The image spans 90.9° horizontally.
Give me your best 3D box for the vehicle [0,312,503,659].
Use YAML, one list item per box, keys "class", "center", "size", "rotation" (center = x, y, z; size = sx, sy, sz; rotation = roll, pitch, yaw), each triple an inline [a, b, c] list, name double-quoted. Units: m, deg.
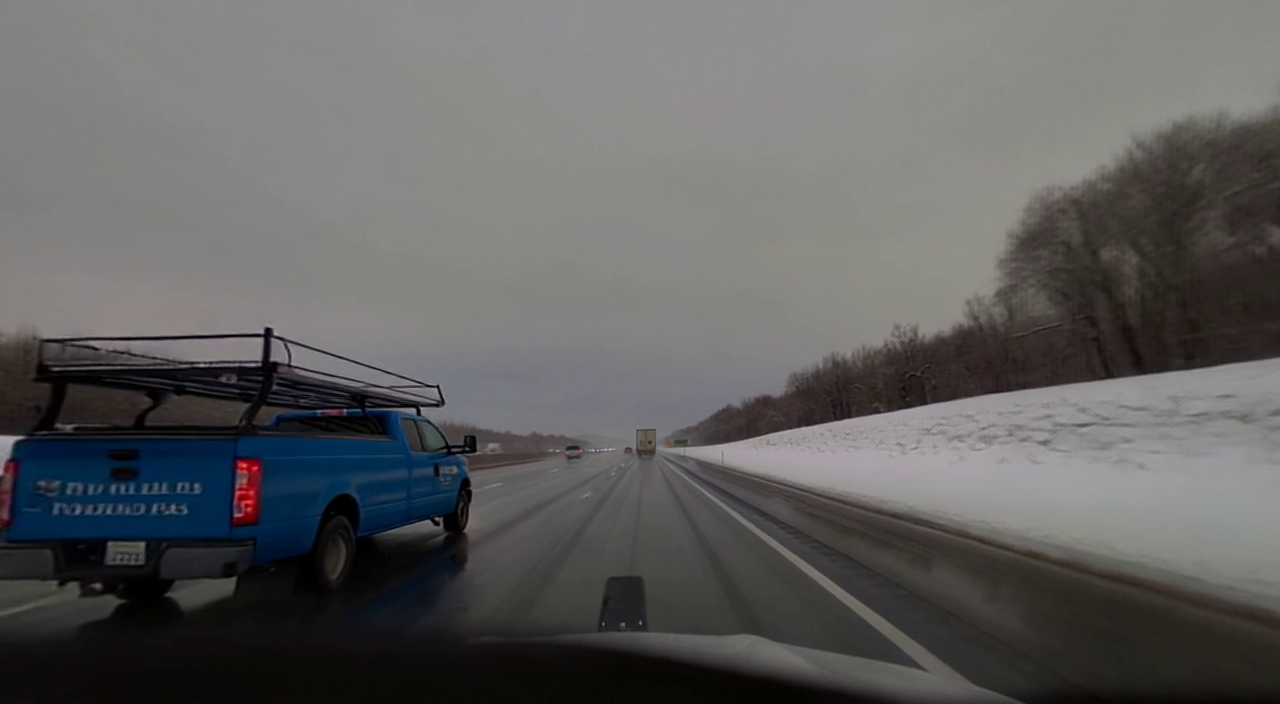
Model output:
- class: "vehicle"
  center: [-3.835, 1.360, 7.658]
  size: [2.791, 2.330, 6.725]
  rotation: [0, -8, 0]
